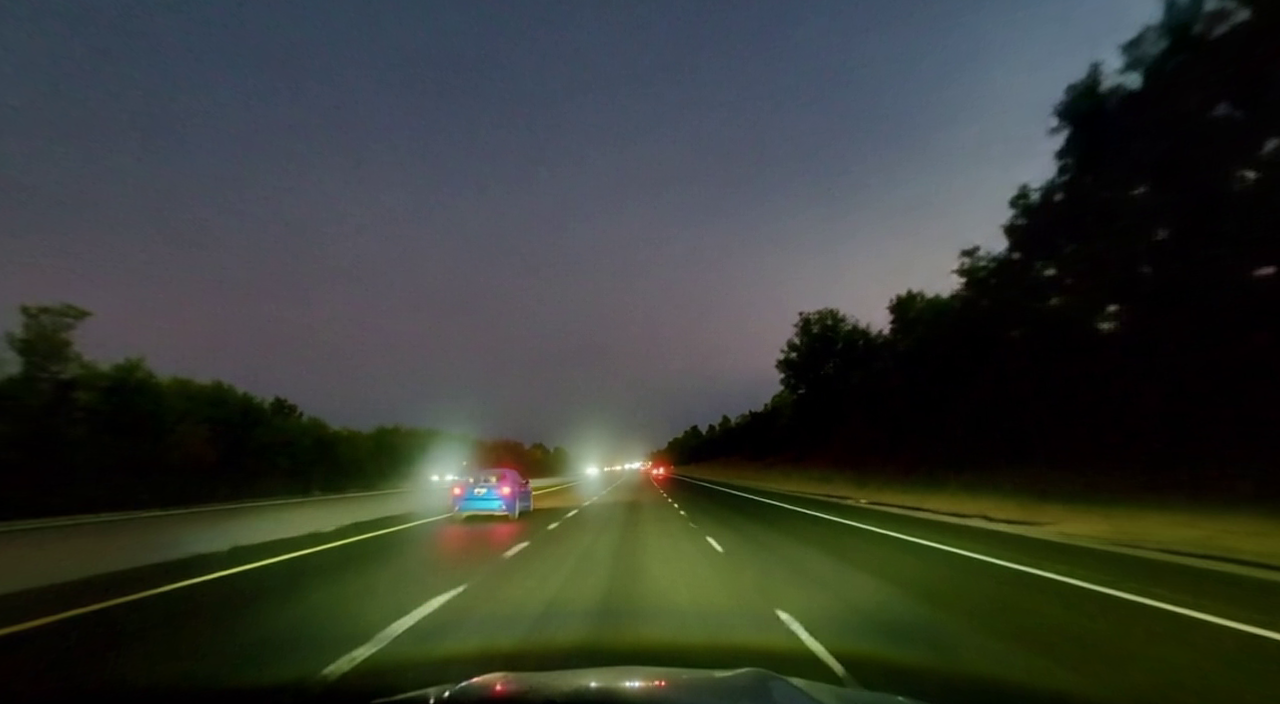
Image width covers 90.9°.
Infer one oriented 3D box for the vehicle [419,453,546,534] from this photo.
[{"bbox_3d":[-3.425,3.171,14.512,1.797,1.532,4.072,1,-10,1],"label":"vehicle"}]
